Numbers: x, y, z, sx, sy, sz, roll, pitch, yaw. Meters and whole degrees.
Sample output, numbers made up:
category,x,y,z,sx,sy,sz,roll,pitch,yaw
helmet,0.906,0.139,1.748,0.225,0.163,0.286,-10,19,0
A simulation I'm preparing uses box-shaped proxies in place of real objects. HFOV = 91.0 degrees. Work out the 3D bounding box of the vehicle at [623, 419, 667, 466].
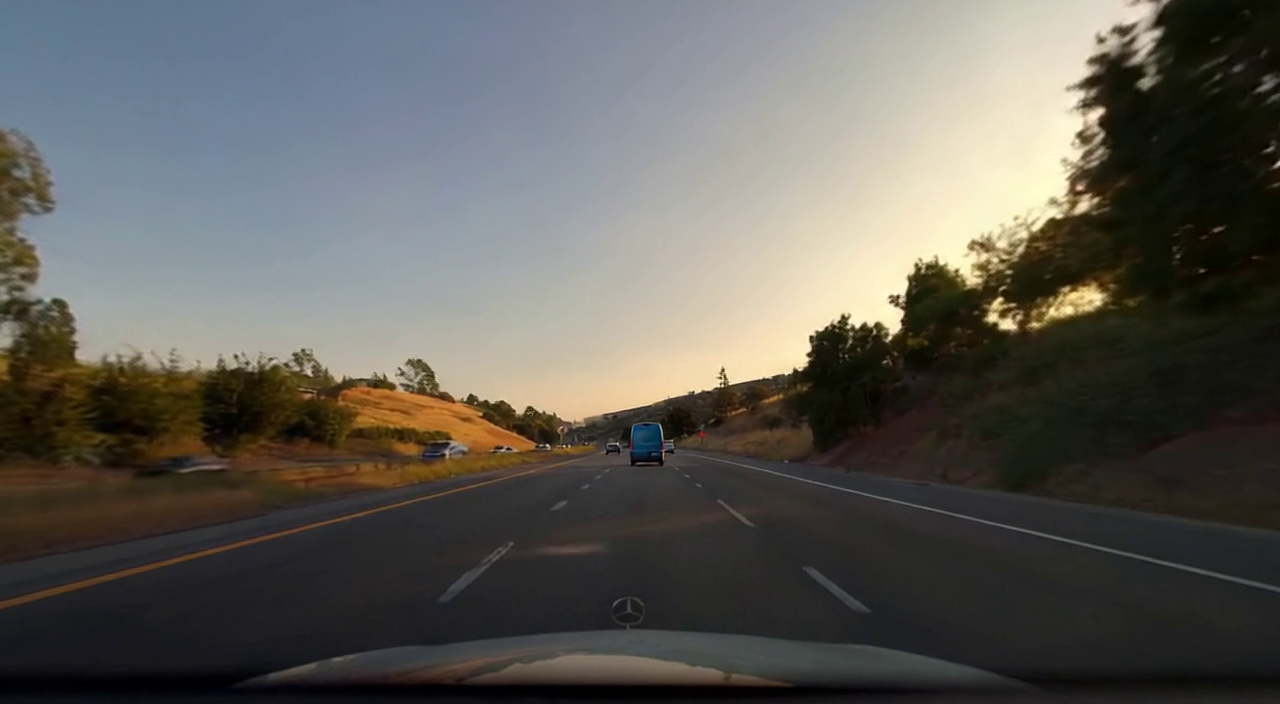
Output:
category,x,y,z,sx,sy,sz,roll,pitch,yaw
vehicle,0.267,5.223,36.273,2.329,2.483,5.428,0,-8,0

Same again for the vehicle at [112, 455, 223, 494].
category,x,y,z,sx,sy,sz,roll,pitch,yaw
vehicle,-19.967,5.163,26.790,1.729,1.462,3.824,0,-8,0
